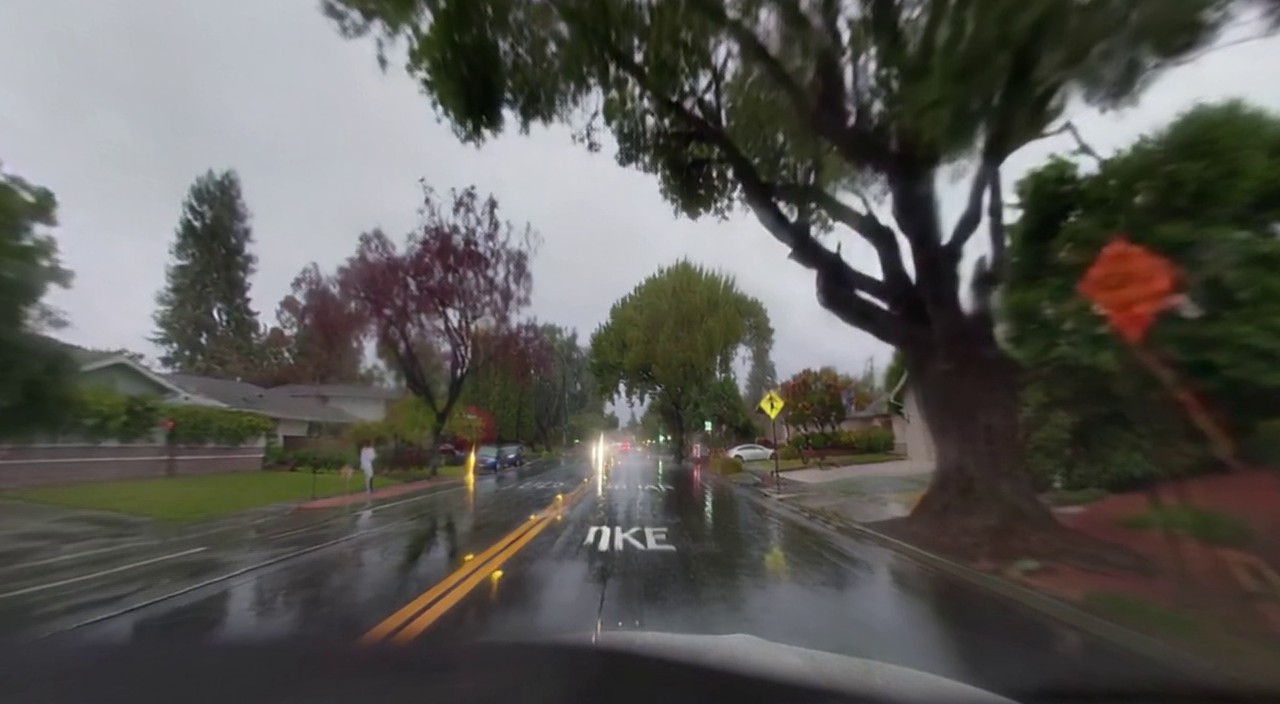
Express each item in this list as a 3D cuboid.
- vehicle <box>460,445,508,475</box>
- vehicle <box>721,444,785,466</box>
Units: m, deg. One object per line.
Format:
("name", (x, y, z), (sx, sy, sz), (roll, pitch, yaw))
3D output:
("vehicle", (-9.362, 6.519, 38.076), (1.998, 1.684, 4.180), (1, -9, -3))
("vehicle", (8.110, 7.438, 45.539), (4.438, 1.466, 1.943), (-1, -8, 8))
